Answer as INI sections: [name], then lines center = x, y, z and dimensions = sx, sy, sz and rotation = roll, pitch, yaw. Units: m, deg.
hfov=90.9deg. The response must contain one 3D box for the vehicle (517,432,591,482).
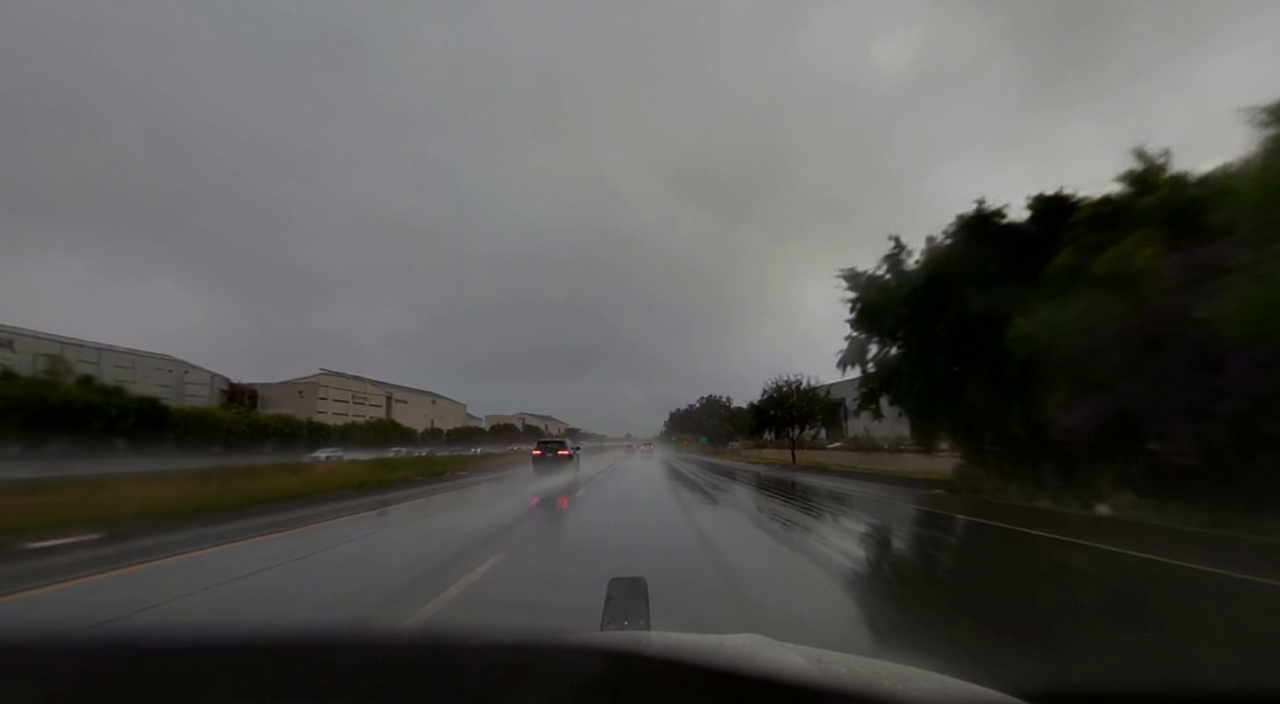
[vehicle]
center = -3.389, 4.269, 25.865
dimensions = 2.218, 1.850, 4.774
rotation = 0, -9, 2
